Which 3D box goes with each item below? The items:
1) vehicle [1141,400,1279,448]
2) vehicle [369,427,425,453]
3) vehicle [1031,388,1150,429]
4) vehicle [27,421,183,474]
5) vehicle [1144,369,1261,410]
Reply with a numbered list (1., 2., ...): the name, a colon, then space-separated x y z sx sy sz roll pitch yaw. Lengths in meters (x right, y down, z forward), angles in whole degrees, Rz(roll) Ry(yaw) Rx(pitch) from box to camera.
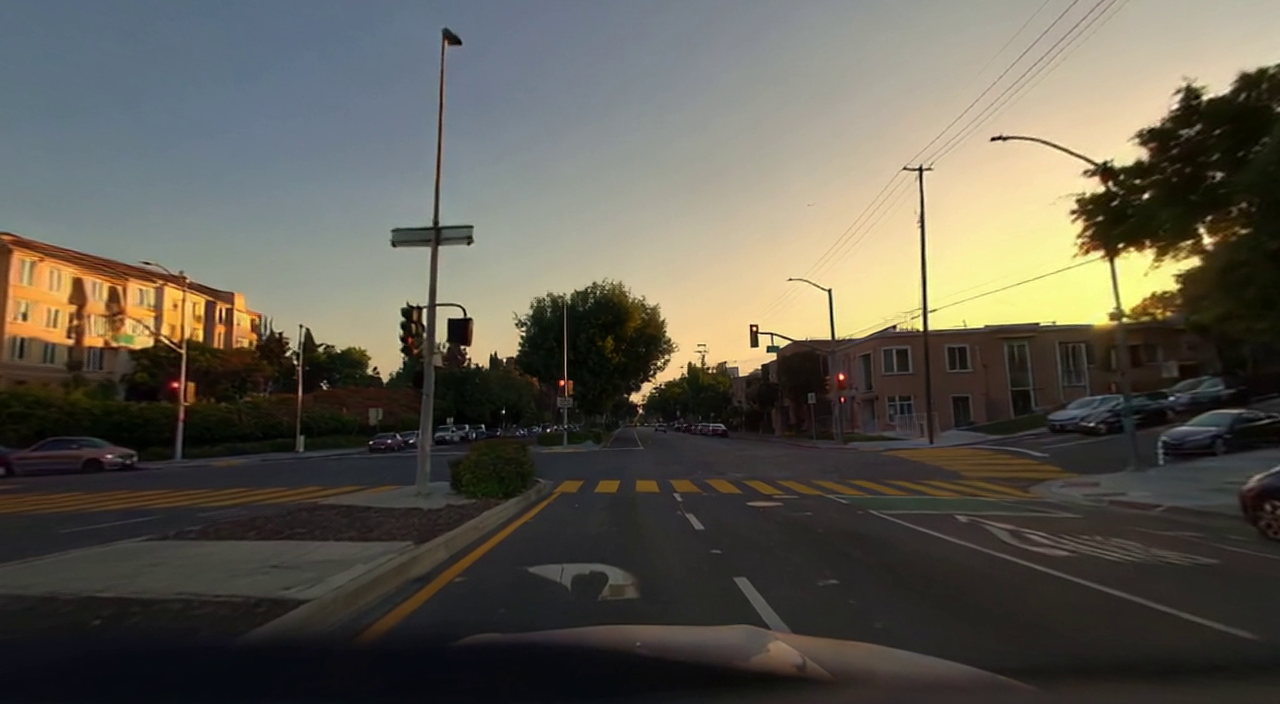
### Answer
1. vehicle: 19.678 2.419 21.041 4.341 1.481 1.837 0 -9 -1
2. vehicle: -18.562 6.762 48.520 2.225 1.871 5.189 0 -9 -1
3. vehicle: 22.164 2.765 31.190 4.531 1.753 1.964 -2 -2 -5
4. vehicle: -25.797 4.618 30.635 5.319 2.388 2.288 0 -9 -1
5. vehicle: 27.903 1.851 31.438 3.978 1.843 1.874 -2 -2 1
